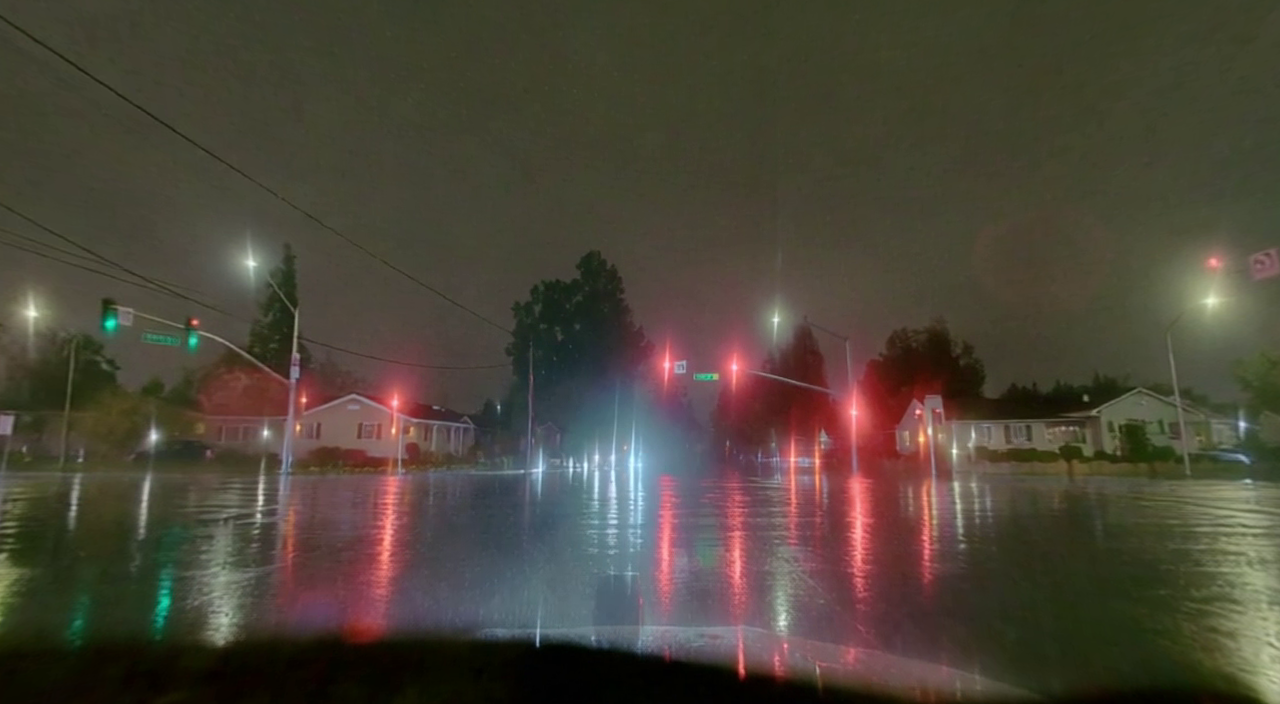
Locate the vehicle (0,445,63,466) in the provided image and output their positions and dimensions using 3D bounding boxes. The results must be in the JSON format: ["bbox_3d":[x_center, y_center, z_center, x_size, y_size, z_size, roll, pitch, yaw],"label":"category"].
[{"bbox_3d":[-44.281,7.434,45.376,3.949,1.422,1.744,0,-9,1],"label":"vehicle"}]

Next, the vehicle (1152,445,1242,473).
[{"bbox_3d":[36.780,7.053,41.876,1.853,1.723,4.460,0,-9,0],"label":"vehicle"}]
